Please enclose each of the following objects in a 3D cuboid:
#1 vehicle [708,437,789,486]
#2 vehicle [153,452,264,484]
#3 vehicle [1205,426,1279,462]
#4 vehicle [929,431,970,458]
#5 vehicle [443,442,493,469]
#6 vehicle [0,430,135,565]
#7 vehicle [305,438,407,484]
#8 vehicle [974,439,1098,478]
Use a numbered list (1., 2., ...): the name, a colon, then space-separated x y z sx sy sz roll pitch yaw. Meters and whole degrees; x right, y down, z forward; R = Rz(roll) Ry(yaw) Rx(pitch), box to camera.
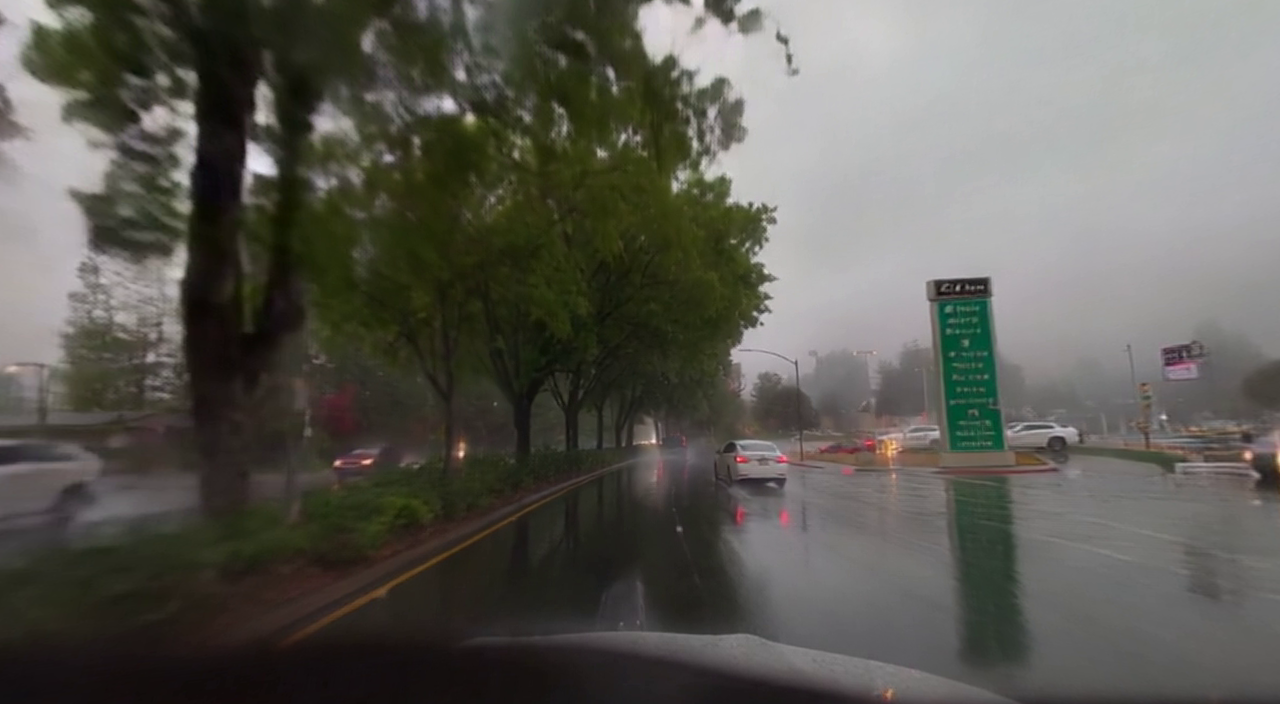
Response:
1. vehicle: 3.641 3.767 22.100 2.132 1.497 4.827 -1 -8 2
2. vehicle: -22.016 5.920 32.328 4.389 1.518 1.930 -1 -9 6
3. vehicle: 31.411 4.551 31.244 4.622 1.719 1.950 -4 -9 25
4. vehicle: 22.567 6.779 46.165 2.406 1.847 5.320 -4 -9 25
5. vehicle: -11.591 6.982 42.856 1.778 1.647 4.072 -2 -8 9
6. vehicle: -9.119 1.824 7.832 2.045 1.689 4.545 0 -8 -2
7. vehicle: -11.747 4.524 26.524 1.951 1.731 4.440 -1 -9 4
8. vehicle: 17.885 4.855 28.794 4.512 1.561 1.846 -7 -11 29
